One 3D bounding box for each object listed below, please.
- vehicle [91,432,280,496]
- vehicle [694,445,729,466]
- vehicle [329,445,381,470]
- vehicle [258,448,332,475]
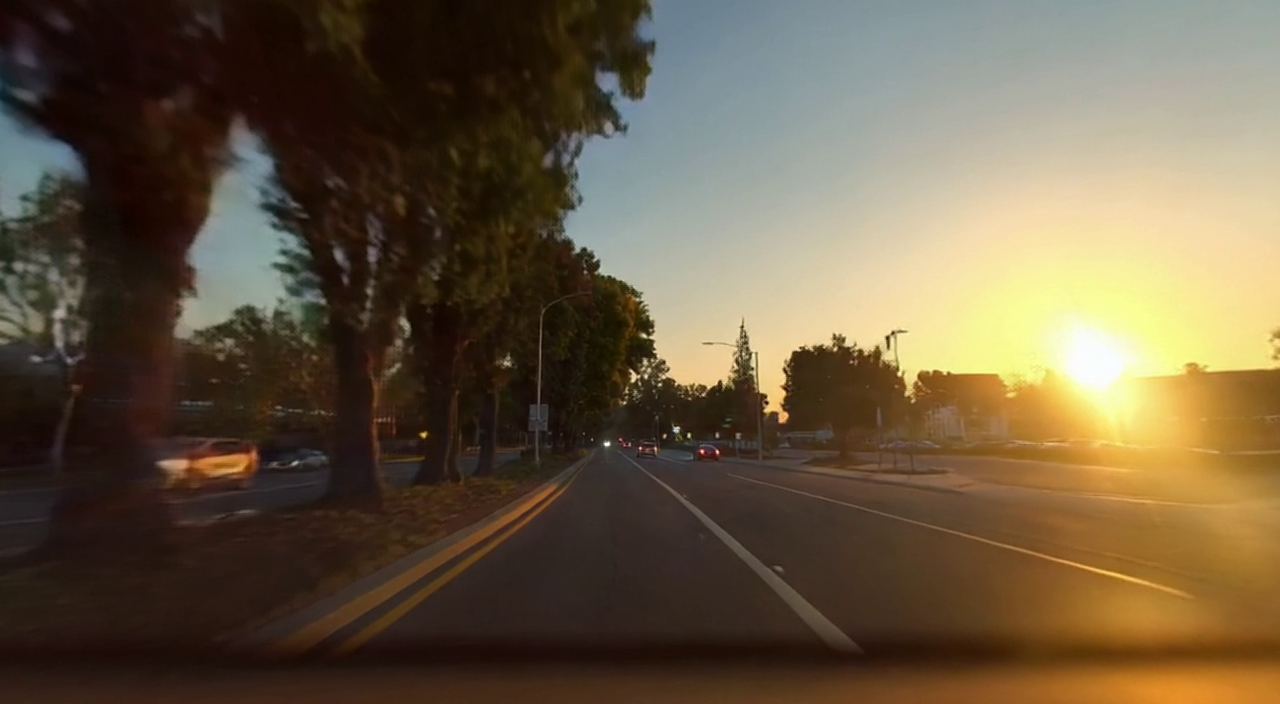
[{"bbox_3d":[-14.295,3.545,20.420,2.058,1.770,5.291,-1,-8,1],"label":"vehicle"},{"bbox_3d":[5.293,7.701,47.285,1.876,1.474,4.126,0,-8,-5],"label":"vehicle"},{"bbox_3d":[-21.089,7.794,46.956,1.957,1.643,4.460,0,-7,-3],"label":"vehicle"},{"bbox_3d":[-20.569,6.542,37.936,1.915,1.477,4.773,0,-8,-2],"label":"vehicle"}]
